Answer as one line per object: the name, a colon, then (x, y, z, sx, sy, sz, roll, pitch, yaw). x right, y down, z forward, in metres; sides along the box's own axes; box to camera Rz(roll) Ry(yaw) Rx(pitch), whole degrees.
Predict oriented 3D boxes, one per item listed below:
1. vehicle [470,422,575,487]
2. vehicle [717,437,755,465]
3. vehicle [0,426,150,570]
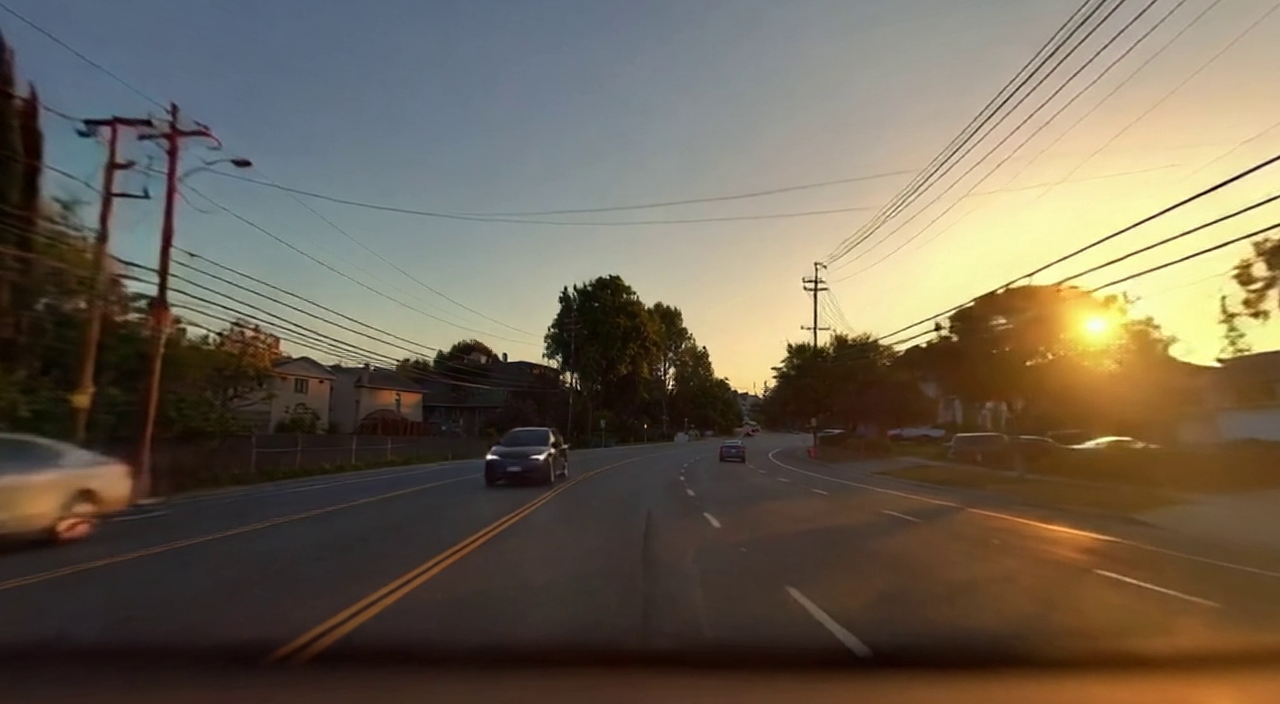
vehicle: (-3.539, 3.247, 20.114, 2.191, 1.771, 4.981, -1, -9, 3)
vehicle: (5.373, 5.583, 35.666, 1.982, 1.451, 4.152, -1, -9, 7)
vehicle: (-7.643, 1.443, 6.033, 2.019, 1.476, 4.786, 0, -9, 0)
